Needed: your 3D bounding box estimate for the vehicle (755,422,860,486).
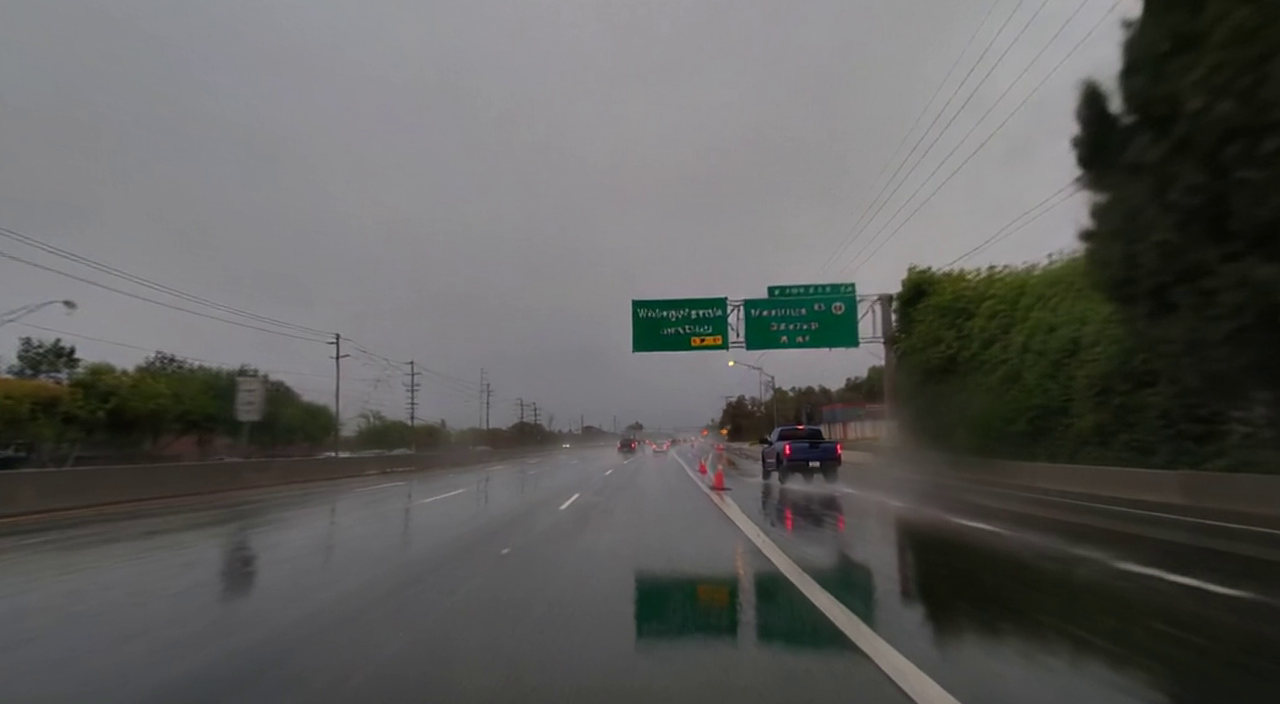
[{"bbox_3d":[5.362,3.347,20.992,2.186,1.840,5.289,0,-8,2],"label":"vehicle"}]
